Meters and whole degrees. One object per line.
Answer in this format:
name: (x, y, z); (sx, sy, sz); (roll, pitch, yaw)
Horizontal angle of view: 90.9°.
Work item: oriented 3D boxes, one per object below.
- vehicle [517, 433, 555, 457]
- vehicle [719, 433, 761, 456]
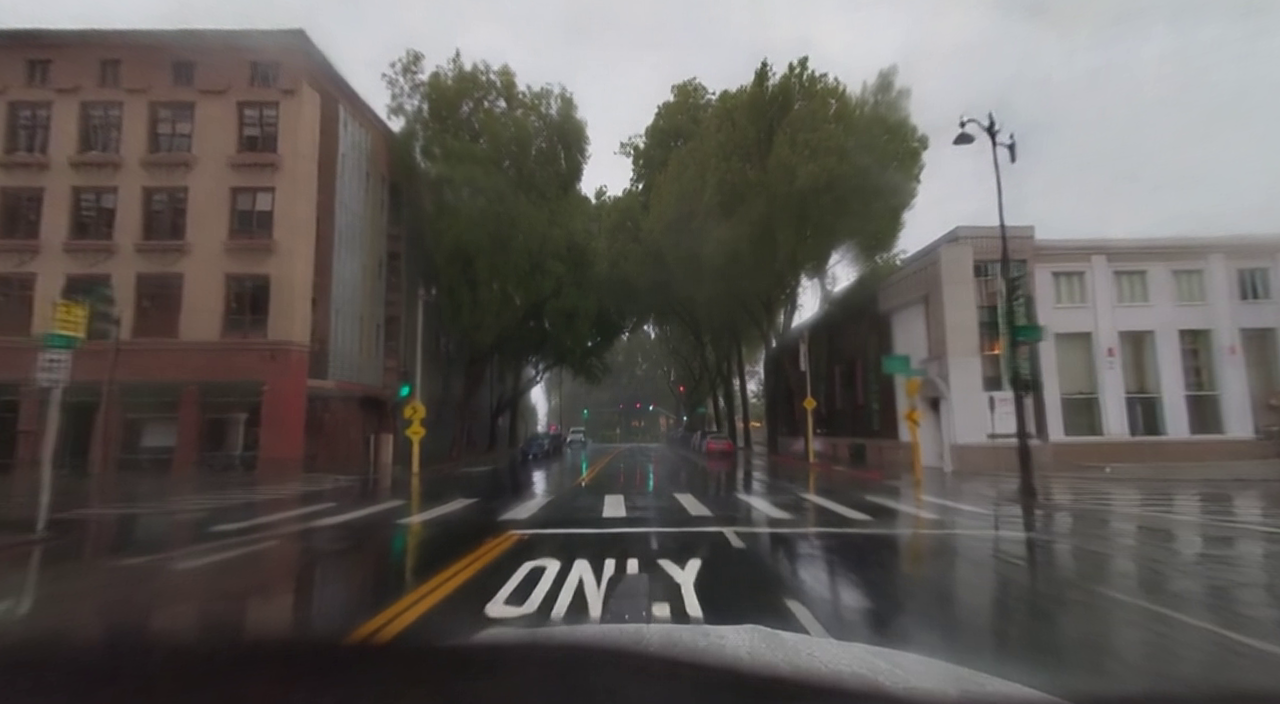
vehicle: (-7.318, 6.585, 44.646); (2.127, 1.533, 4.547); (-1, -8, -3)
vehicle: (6.851, 6.392, 43.522); (1.997, 1.510, 4.455); (0, -8, -2)
